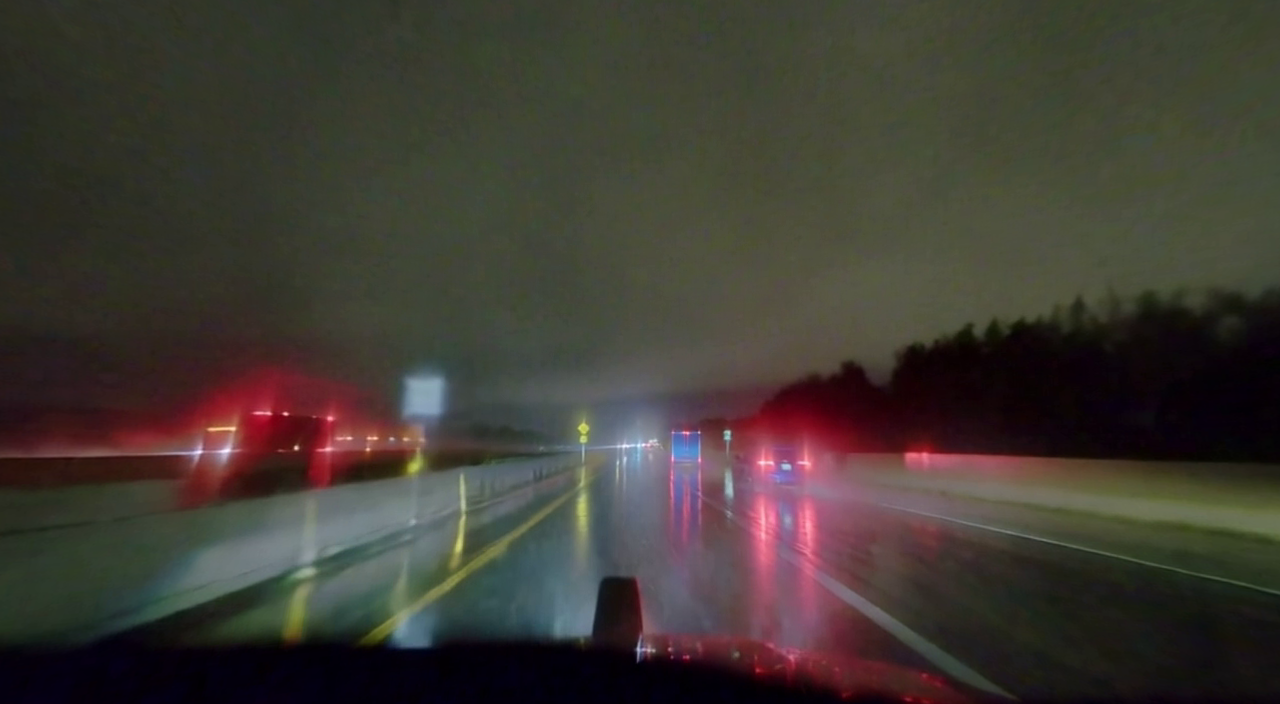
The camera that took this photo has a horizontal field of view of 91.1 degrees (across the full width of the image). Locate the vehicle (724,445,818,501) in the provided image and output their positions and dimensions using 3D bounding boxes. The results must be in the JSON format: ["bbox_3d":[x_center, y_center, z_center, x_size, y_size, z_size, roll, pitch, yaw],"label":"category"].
[{"bbox_3d":[3.729,3.488,18.560,1.836,1.459,3.766,0,-9,-2],"label":"vehicle"}]
